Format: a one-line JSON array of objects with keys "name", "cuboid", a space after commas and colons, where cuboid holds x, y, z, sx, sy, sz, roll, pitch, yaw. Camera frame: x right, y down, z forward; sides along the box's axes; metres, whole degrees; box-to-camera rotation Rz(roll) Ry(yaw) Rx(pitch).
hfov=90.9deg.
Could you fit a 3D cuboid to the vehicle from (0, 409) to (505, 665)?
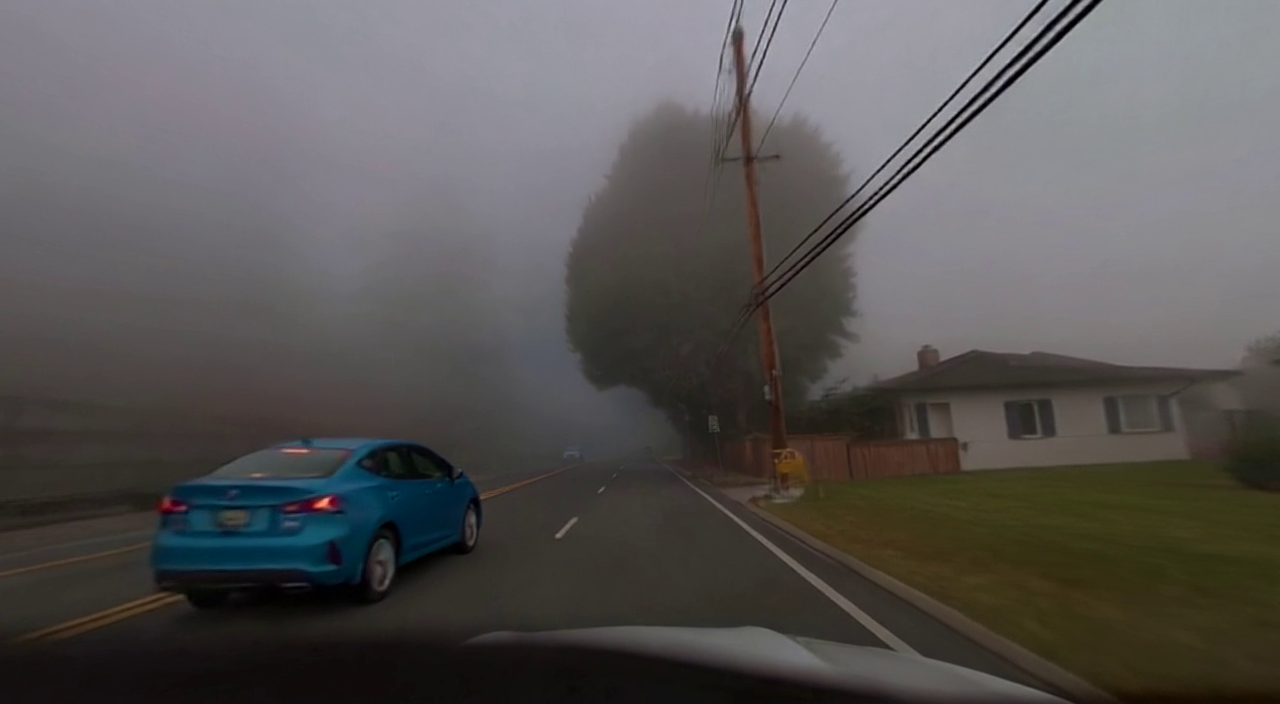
[{"name": "vehicle", "cuboid": [-3.037, 1.492, 6.388, 2.085, 1.512, 5.023, 0, -9, 2]}]
